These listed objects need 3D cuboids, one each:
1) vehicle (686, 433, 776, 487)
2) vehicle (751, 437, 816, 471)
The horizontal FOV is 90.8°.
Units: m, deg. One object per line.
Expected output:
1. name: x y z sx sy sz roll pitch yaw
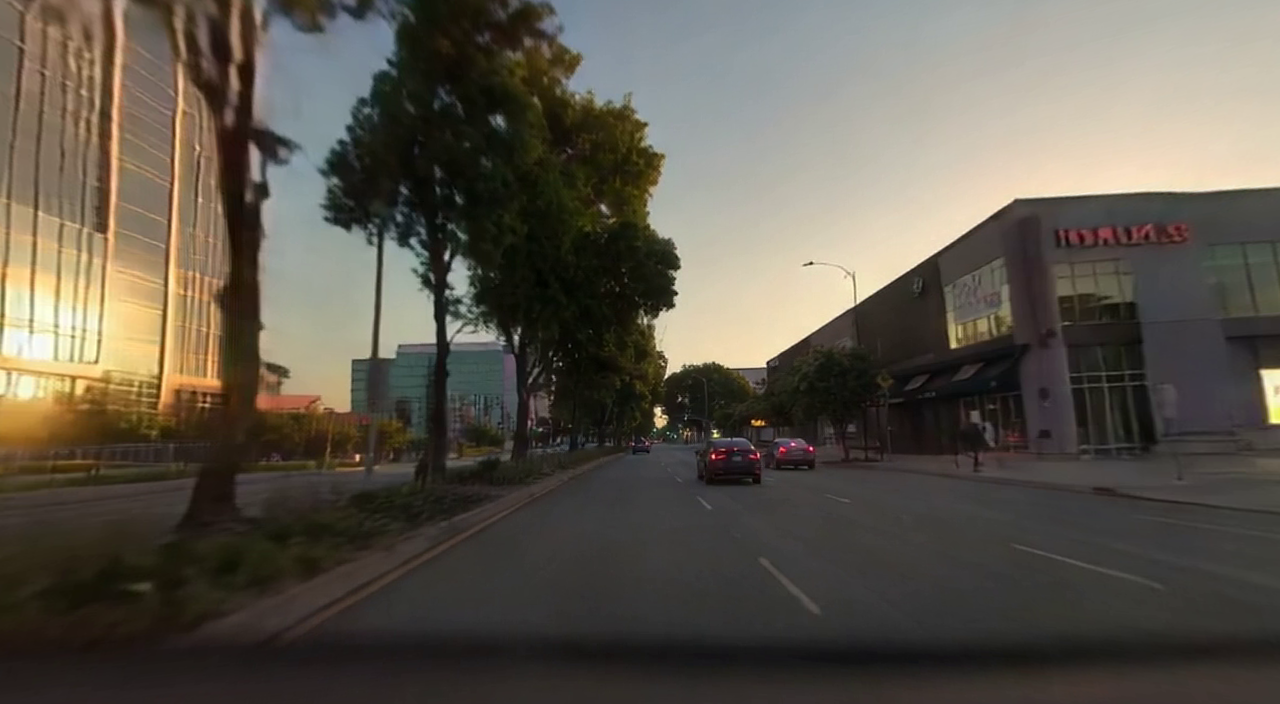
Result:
1. vehicle: 2.723 3.363 20.040 2.131 1.491 4.496 0 -8 -1
2. vehicle: 6.315 4.535 28.269 1.912 1.411 4.380 0 -8 0
